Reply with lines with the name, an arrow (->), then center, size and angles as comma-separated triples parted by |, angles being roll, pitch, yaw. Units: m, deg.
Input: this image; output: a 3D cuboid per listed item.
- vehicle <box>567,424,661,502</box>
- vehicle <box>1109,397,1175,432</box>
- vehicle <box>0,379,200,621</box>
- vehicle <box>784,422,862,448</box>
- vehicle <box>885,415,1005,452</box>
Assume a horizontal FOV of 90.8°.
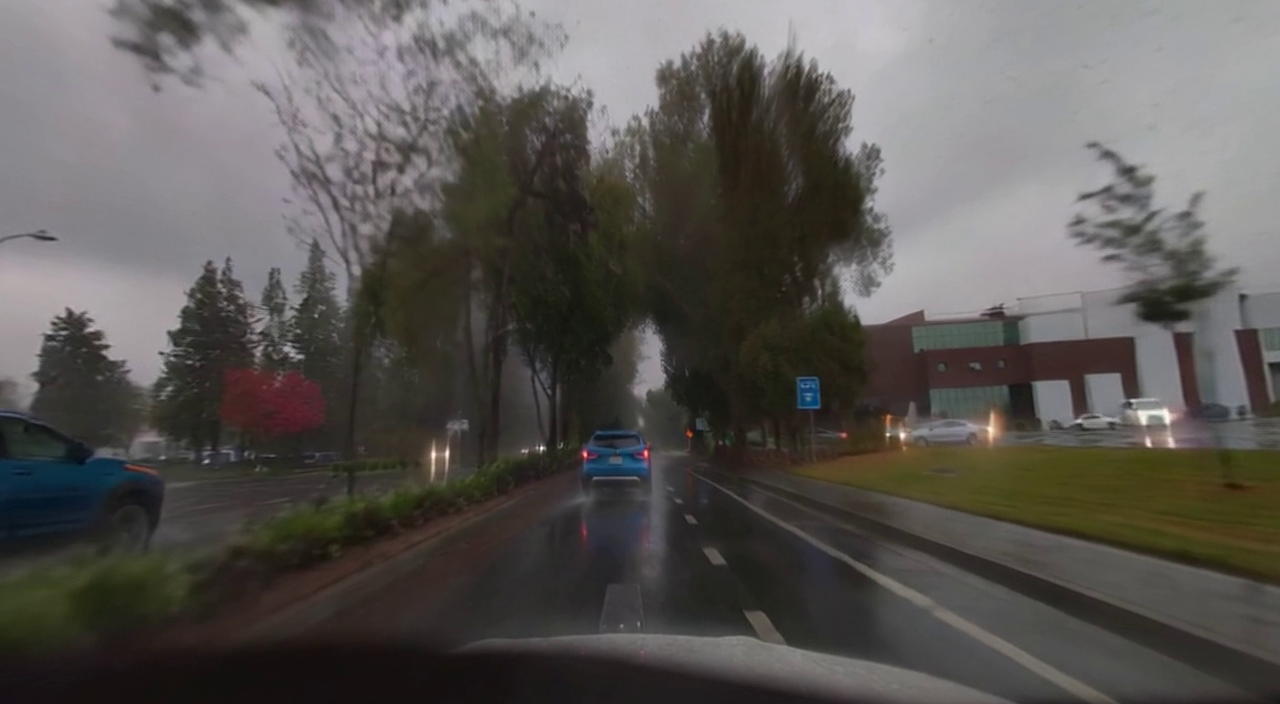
vehicle -> -0.610, 2.861, 16.592 | 2.131, 1.761, 4.242 | 0, -9, -1
vehicle -> 26.774, 3.385, 33.813 | 1.895, 1.576, 4.434 | -5, -10, 28
vehicle -> -5.943, 1.107, 4.712 | 2.178, 1.819, 4.530 | 1, -9, -3
vehicle -> 12.909, 5.891, 44.802 | 4.873, 1.796, 1.990 | 0, -8, 0
vehicle -> 13.011, 3.504, 27.097 | 4.204, 1.486, 1.781 | 0, -8, 0
